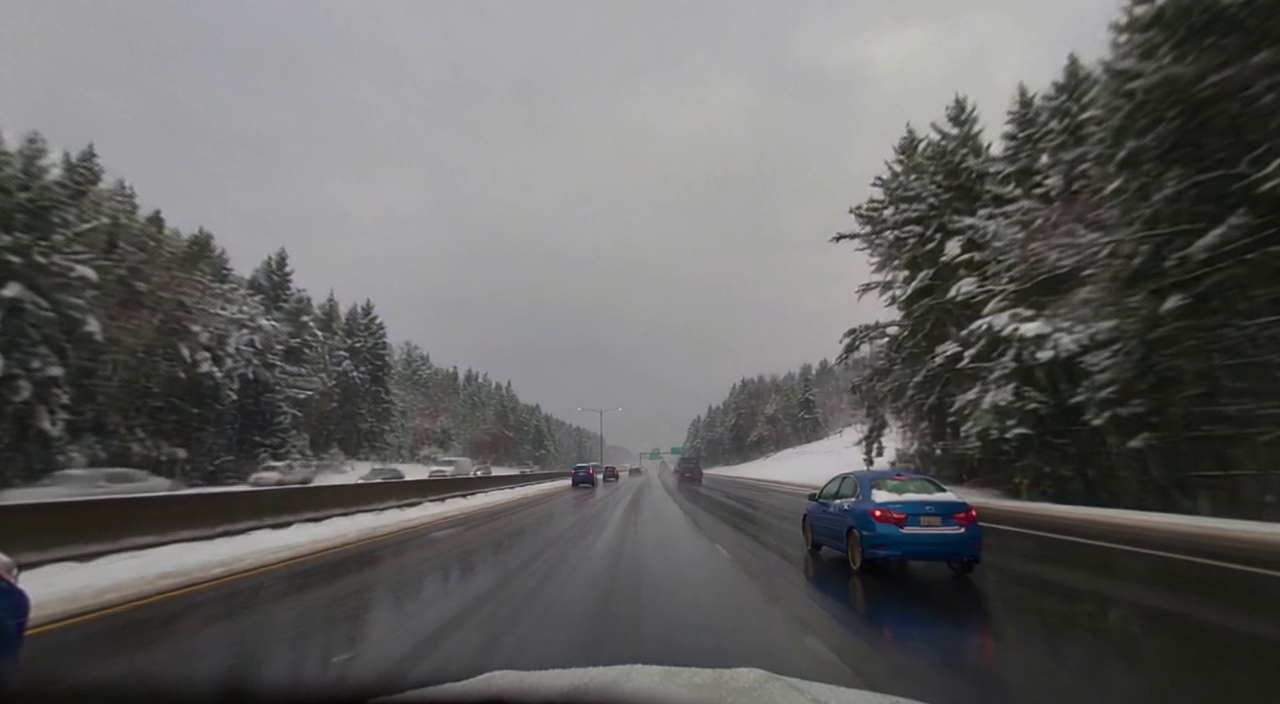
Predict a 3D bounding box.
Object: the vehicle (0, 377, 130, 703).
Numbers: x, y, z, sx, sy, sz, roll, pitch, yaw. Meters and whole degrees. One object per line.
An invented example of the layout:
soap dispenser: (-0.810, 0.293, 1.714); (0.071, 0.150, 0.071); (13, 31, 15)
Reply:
vehicle: (-3.979, 0.664, 1.384); (1.999, 1.659, 4.340); (1, -10, 0)

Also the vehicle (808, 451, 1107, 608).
vehicle: (3.771, 2.170, 8.408); (1.938, 1.561, 3.786); (1, -10, -1)

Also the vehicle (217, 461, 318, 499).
vehicle: (-19.392, 6.680, 33.143); (1.960, 1.786, 5.223); (0, -10, 2)

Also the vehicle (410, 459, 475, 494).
vehicle: (-11.558, 7.329, 37.270); (2.143, 1.845, 4.823); (0, -10, 2)

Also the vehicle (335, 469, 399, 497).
vehicle: (-15.627, 7.500, 36.253); (1.847, 1.472, 3.787); (0, -10, 1)

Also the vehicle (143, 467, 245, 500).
vehicle: (-23.183, 6.834, 33.022); (1.946, 1.549, 4.551); (1, -10, 1)

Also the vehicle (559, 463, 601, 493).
vehicle: (-3.594, 7.674, 38.508); (2.021, 1.706, 4.247); (0, -10, 1)

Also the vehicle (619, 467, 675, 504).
vehicle: (0.299, 5.759, 27.485); (2.241, 1.425, 3.973); (1, -10, 0)
